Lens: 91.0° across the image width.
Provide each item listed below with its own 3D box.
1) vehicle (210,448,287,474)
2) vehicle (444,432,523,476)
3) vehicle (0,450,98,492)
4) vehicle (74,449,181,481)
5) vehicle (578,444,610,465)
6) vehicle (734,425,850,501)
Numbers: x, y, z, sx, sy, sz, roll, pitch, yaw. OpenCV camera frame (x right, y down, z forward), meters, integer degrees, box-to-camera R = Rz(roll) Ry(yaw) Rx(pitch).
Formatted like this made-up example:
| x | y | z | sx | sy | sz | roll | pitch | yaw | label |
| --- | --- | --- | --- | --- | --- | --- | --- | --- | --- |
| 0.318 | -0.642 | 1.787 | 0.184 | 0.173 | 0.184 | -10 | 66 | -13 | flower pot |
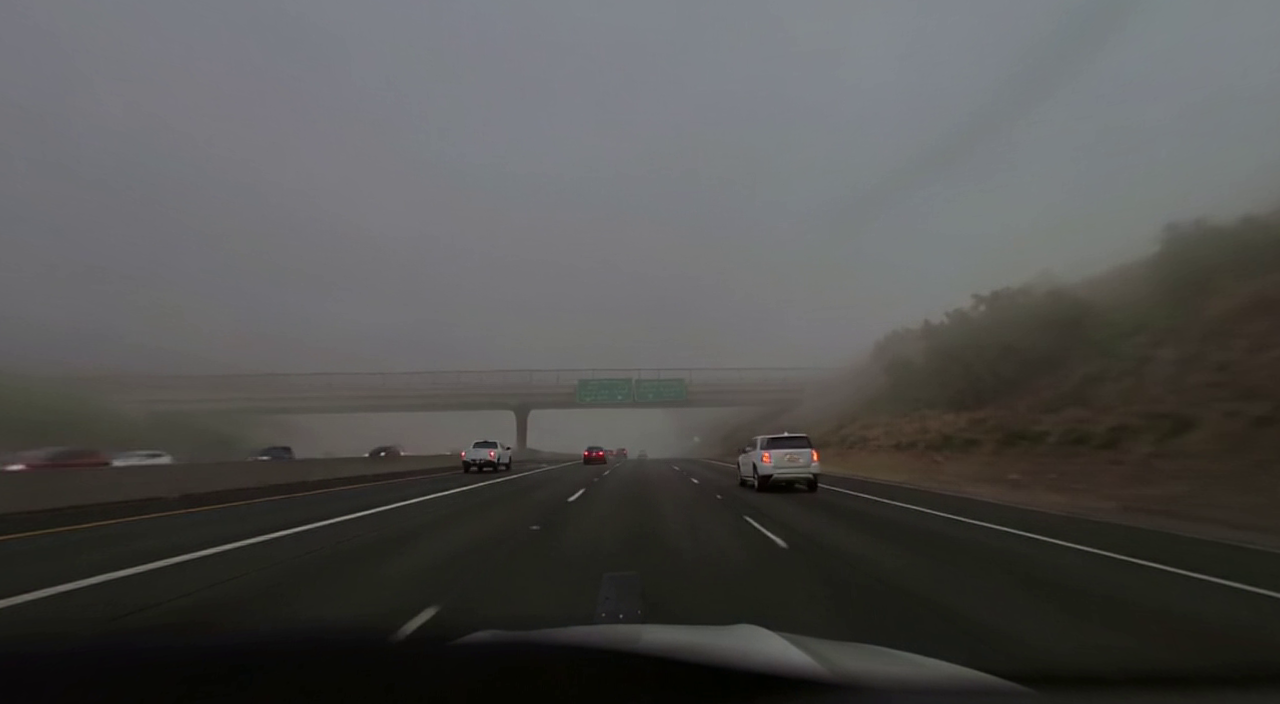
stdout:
| x | y | z | sx | sy | sz | roll | pitch | yaw | label |
| --- | --- | --- | --- | --- | --- | --- | --- | --- | --- |
| -25.291 | 7.021 | 40.917 | 1.903 | 1.589 | 4.710 | 0 | -9 | 1 | vehicle |
| -7.610 | 5.039 | 31.296 | 2.341 | 1.959 | 5.684 | 0 | -9 | 1 | vehicle |
| -25.511 | 4.878 | 26.135 | 1.914 | 1.556 | 4.594 | 0 | -9 | 0 | vehicle |
| -29.425 | 6.460 | 36.416 | 1.967 | 1.693 | 4.952 | 0 | -9 | 0 | vehicle |
| -3.600 | 8.071 | 49.751 | 2.067 | 1.528 | 4.551 | 0 | -9 | 1 | vehicle |
| 3.867 | 2.906 | 16.831 | 1.990 | 1.735 | 4.276 | 0 | -9 | 0 | vehicle |
